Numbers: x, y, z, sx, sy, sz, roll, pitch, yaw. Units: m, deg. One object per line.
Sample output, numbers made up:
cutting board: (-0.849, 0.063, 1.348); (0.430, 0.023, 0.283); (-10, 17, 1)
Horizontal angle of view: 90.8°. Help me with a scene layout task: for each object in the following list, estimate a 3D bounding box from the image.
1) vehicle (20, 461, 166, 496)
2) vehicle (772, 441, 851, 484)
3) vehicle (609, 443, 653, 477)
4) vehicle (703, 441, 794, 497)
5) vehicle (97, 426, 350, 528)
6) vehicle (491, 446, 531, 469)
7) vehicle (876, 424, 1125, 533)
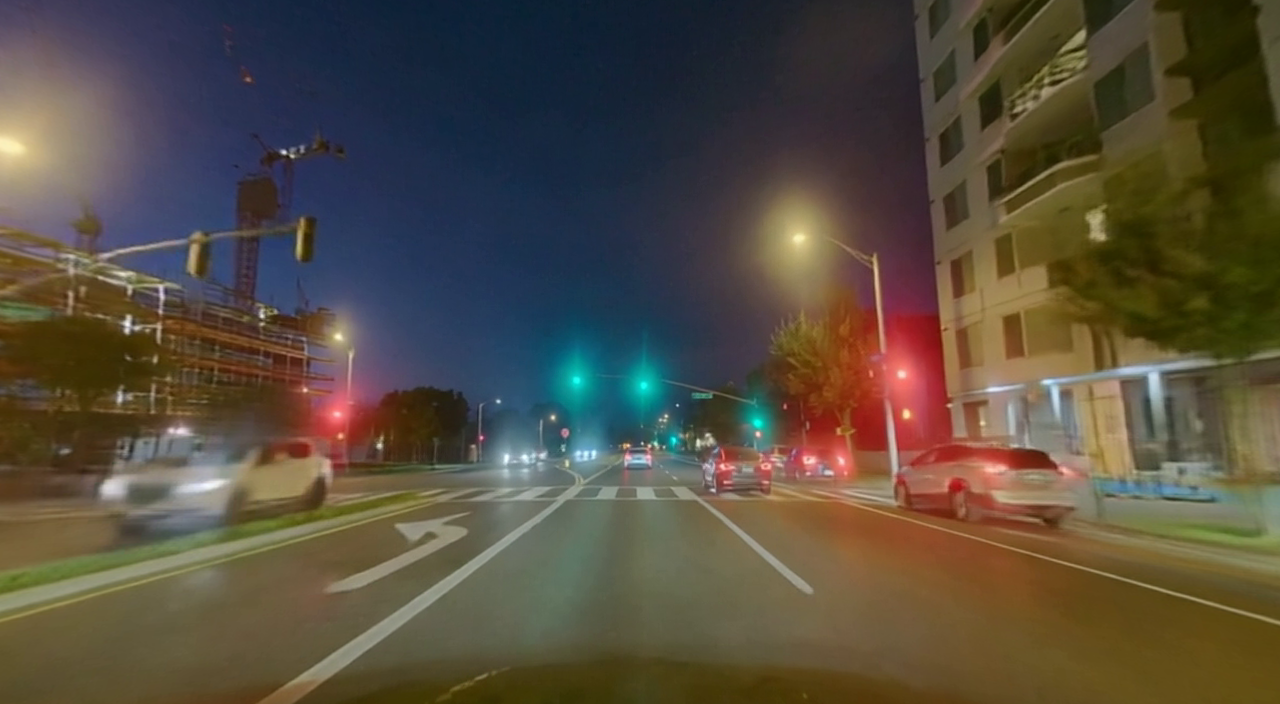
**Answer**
vehicle: (-24.330, 5.613, 28.253); (4.575, 1.414, 1.895); (0, -9, -5)
vehicle: (7.292, 4.735, 27.392); (2.031, 1.708, 4.567); (0, -9, -1)
vehicle: (-0.423, 5.139, 30.289); (2.006, 1.487, 3.535); (0, -9, 0)
vehicle: (3.086, 3.417, 18.821); (1.910, 1.474, 4.003); (0, -9, -1)
vehicle: (-8.260, 2.498, 13.269); (2.115, 1.723, 4.698); (0, -9, -1)
vehicle: (-8.874, 7.274, 43.859); (1.902, 1.503, 4.240); (0, -9, 0)
vehicle: (7.217, 2.583, 13.648); (2.125, 1.838, 5.555); (0, -9, 0)
